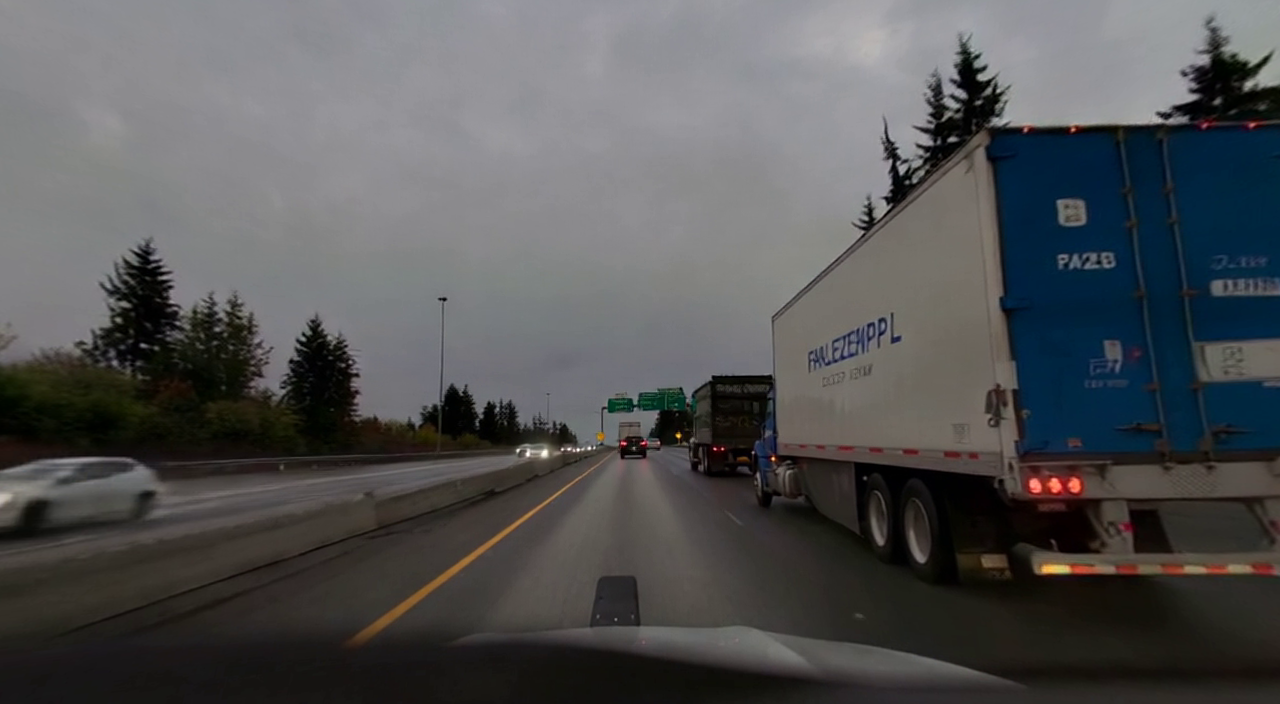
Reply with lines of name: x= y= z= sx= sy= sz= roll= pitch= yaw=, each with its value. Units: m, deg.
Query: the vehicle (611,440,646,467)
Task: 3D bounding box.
vehicle: x=-0.674 y=5.935 z=36.989 sx=1.943 sy=1.491 sz=3.459 roll=0 pitch=-8 yaw=-1

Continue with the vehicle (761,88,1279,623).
vehicle: x=4.236 y=0.531 z=9.276 sx=2.853 sy=4.086 sz=9.078 roll=0 pitch=-8 yaw=-1
